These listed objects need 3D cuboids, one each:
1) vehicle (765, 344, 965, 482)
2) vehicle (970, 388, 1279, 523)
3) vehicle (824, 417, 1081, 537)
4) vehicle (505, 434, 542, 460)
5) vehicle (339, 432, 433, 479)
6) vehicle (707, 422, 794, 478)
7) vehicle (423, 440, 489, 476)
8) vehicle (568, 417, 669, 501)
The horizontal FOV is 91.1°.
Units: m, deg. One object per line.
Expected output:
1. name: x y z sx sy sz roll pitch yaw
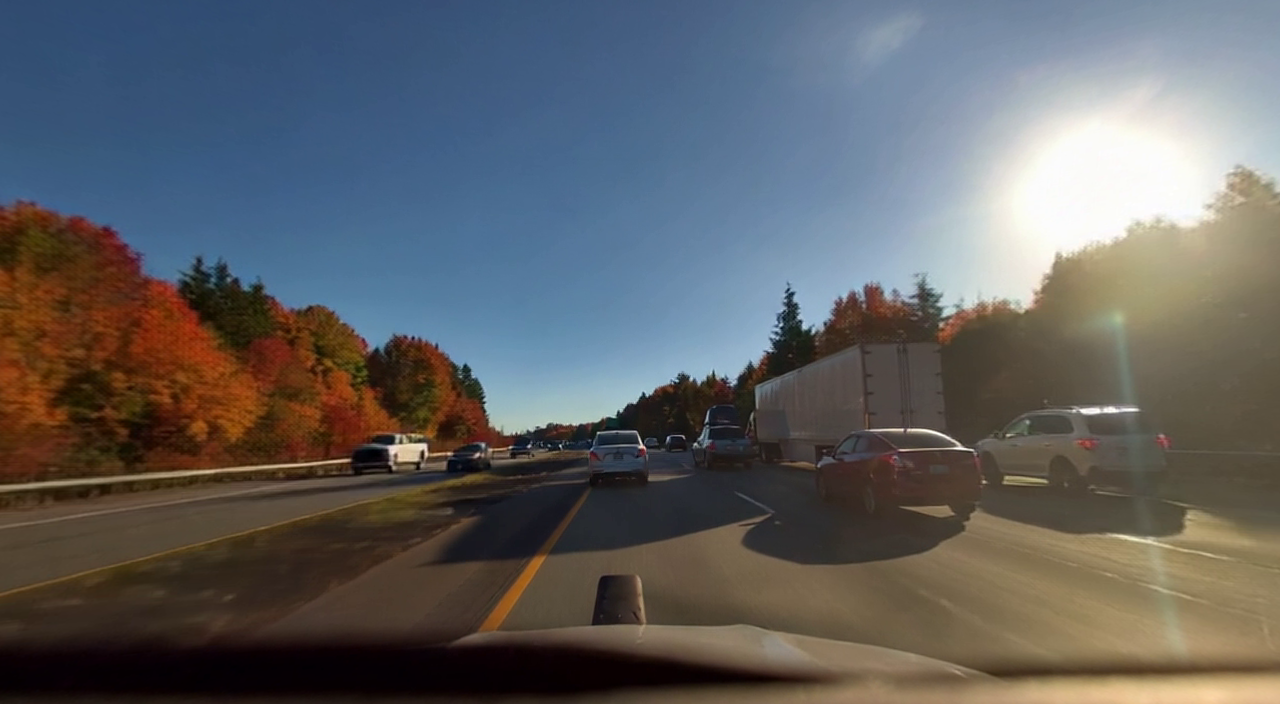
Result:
1. vehicle: 7.963 2.668 25.376 2.867 4.066 13.802 0 -7 0
2. vehicle: 8.516 1.834 11.656 2.116 1.965 4.691 0 -8 -1
3. vehicle: 4.629 1.889 10.183 2.040 1.523 4.068 0 -8 -1
4. vehicle: -8.877 7.269 48.232 2.152 1.903 4.339 0 -8 -1
5. vehicle: -11.940 4.869 30.036 2.338 2.059 5.149 0 -8 -1
6. vehicle: 3.641 3.307 21.453 2.147 1.707 3.963 0 -8 -2
7. vehicle: -8.402 4.850 29.116 1.872 1.521 3.962 0 -8 0
8. vehicle: -0.490 2.523 15.331 2.087 1.709 4.455 0 -8 -1
